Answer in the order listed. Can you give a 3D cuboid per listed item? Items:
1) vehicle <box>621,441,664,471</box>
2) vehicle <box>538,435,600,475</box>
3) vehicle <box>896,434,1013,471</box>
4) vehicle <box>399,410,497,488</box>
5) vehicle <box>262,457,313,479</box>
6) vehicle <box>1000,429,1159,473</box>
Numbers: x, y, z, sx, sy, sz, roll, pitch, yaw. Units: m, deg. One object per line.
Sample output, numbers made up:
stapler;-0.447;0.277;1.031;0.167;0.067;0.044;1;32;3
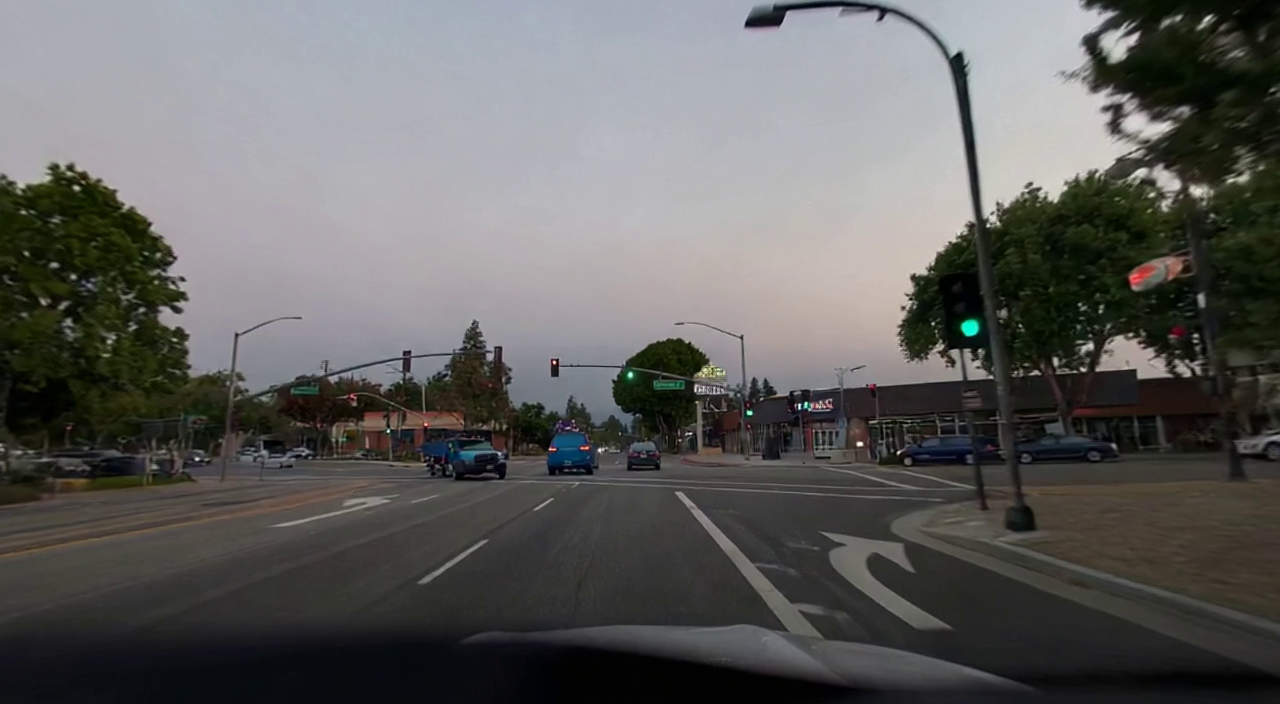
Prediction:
vehicle;0.148;5.484;33.435;2.103;1.487;4.101;0;-9;1
vehicle;-3.368;5.078;31.306;2.464;1.777;5.128;0;-9;0
vehicle;14.207;4.533;28.639;4.406;1.512;1.935;-6;-10;35
vehicle;-7.168;3.683;24.218;2.507;2.667;4.567;0;-8;-3
vehicle;-26.523;8.693;47.485;4.432;1.480;1.915;-8;-11;41
vehicle;16.001;3.622;23.214;4.520;1.455;1.968;-6;-10;35
